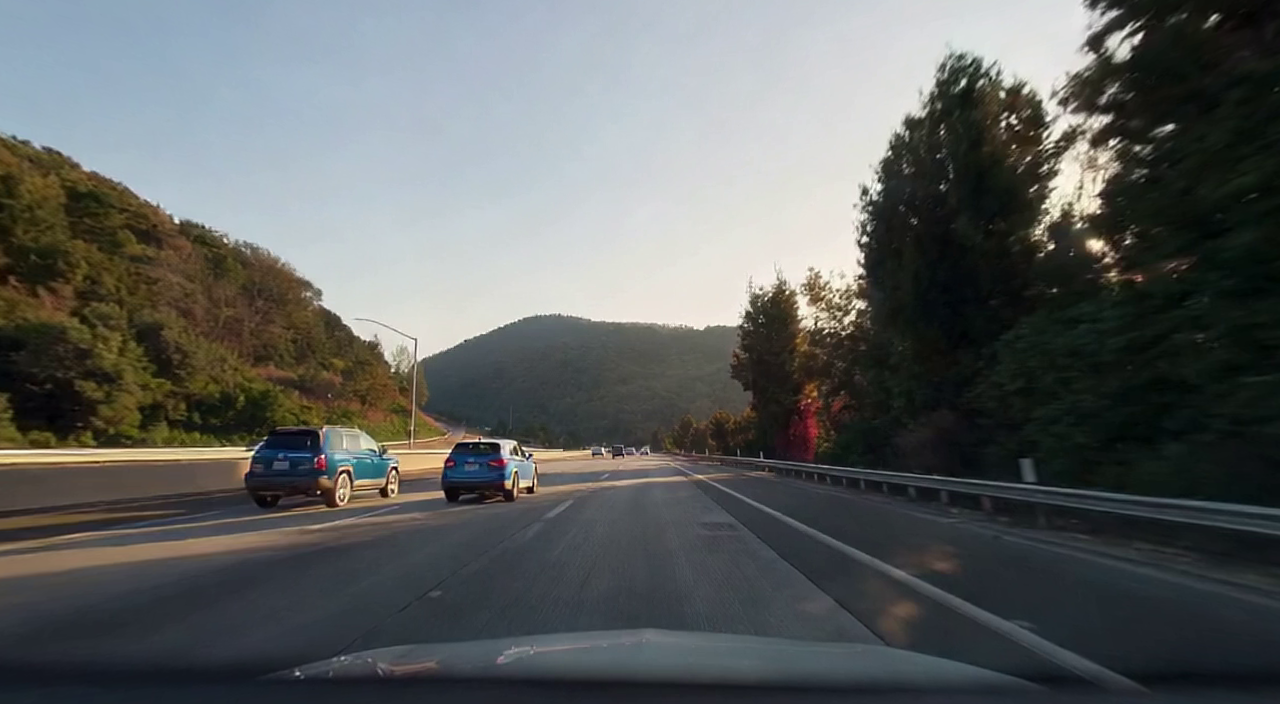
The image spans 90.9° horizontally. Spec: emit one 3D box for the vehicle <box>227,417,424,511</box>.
[{"bbox_3d":[-7.340,2.682,15.519,2.151,1.925,4.945,0,-9,2],"label":"vehicle"}]

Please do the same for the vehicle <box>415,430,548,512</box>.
[{"bbox_3d":[-3.571,2.762,15.143,1.983,1.663,4.290,0,-9,1],"label":"vehicle"}]
